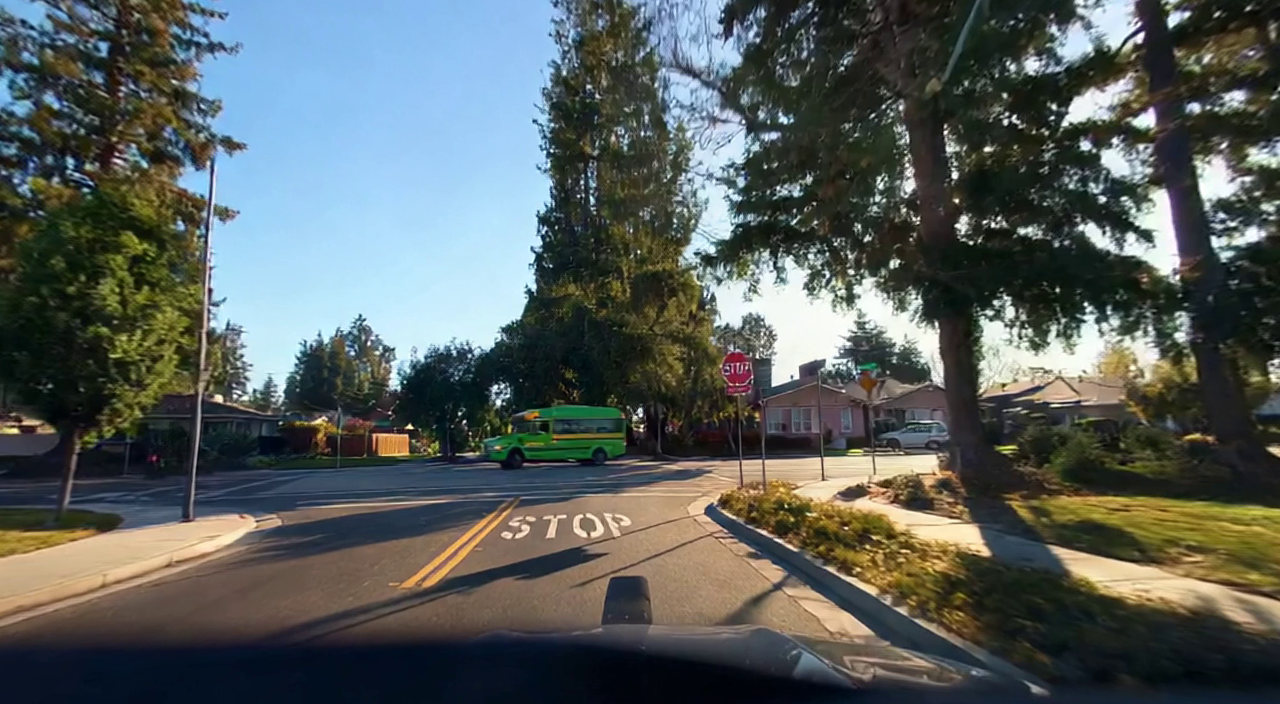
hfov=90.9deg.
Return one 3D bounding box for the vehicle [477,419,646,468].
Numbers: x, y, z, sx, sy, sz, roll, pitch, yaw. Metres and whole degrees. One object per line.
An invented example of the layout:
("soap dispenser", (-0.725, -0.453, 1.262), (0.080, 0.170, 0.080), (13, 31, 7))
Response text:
("vehicle", (-3.380, 3.917, 27.102), (6.877, 1.941, 2.405), (1, -8, -11))
